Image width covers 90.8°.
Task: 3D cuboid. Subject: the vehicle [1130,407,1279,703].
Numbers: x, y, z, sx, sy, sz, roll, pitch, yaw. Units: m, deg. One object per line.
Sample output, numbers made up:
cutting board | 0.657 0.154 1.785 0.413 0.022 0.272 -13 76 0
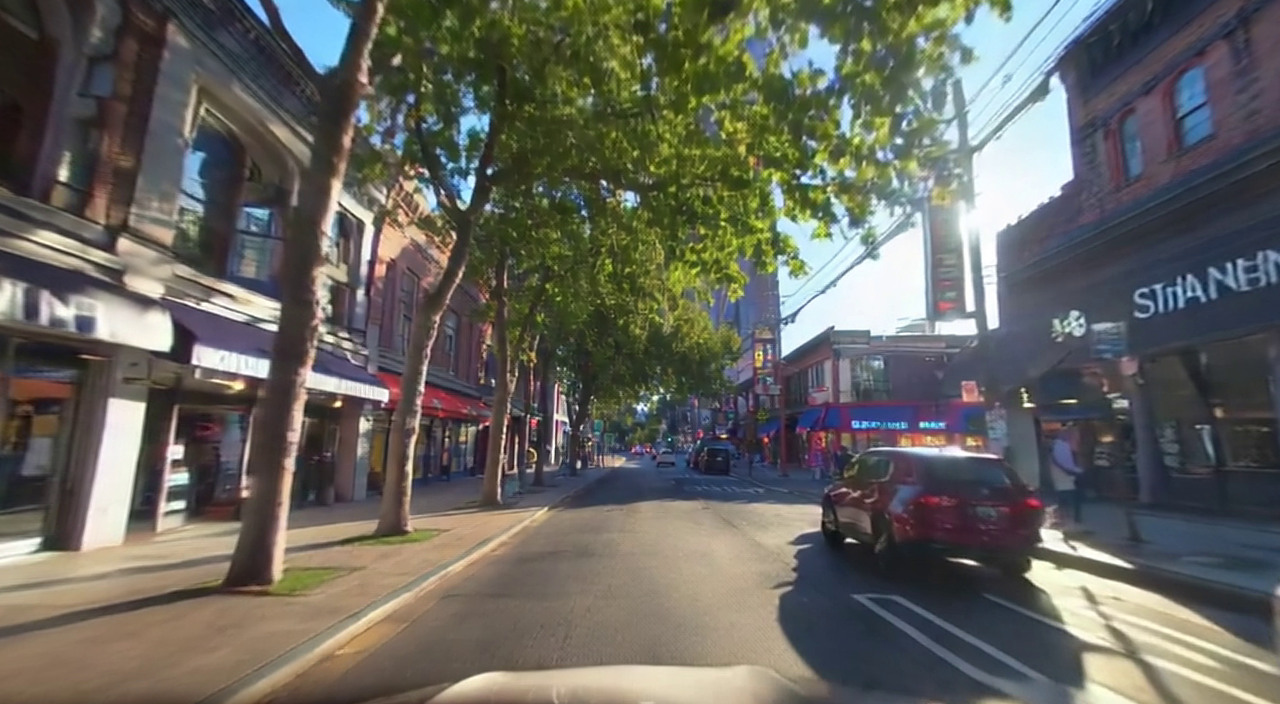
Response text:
vehicle | 3.492 0.773 0.967 1.971 1.559 4.326 0 -9 0
